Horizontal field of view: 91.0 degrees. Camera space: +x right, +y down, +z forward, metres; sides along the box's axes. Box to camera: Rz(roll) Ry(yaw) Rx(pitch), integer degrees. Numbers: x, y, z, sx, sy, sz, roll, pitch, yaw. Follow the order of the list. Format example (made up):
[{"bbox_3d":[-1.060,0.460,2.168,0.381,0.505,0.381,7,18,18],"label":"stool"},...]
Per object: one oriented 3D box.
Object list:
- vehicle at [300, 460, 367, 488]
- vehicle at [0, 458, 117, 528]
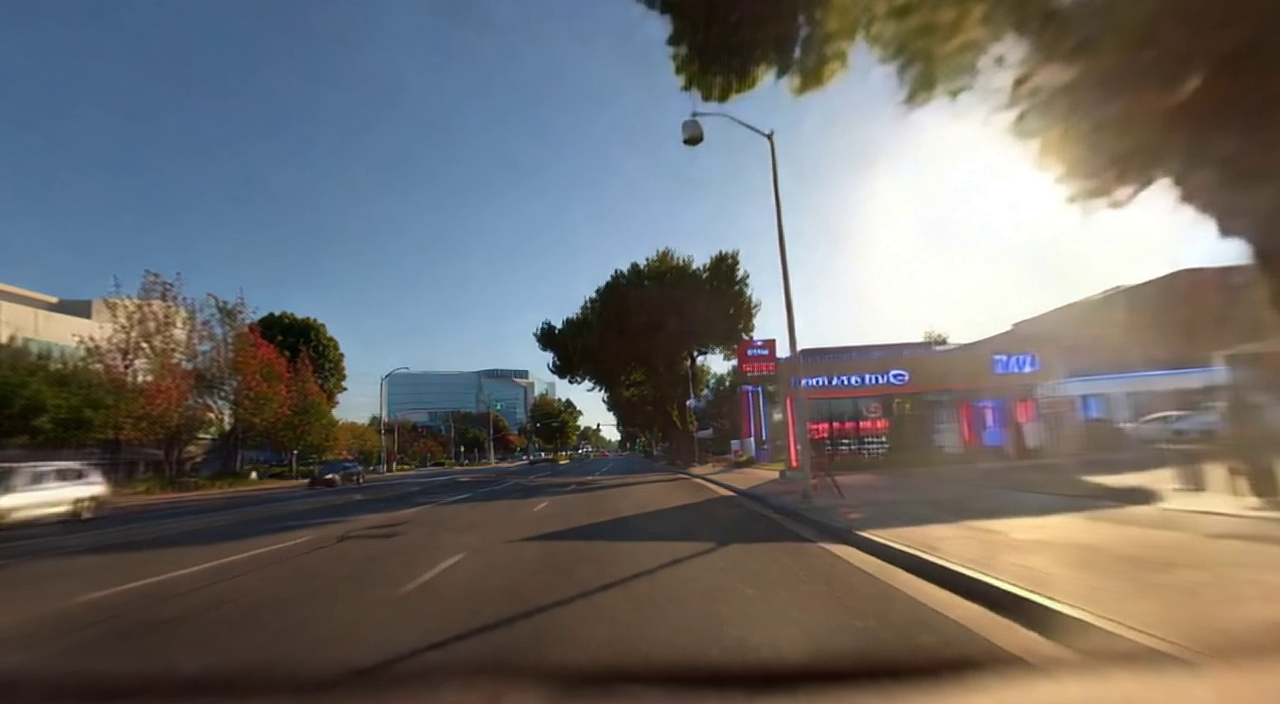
[{"bbox_3d":[-18.614,7.393,38.418,1.834,1.469,4.496,0,-8,0],"label":"vehicle"},{"bbox_3d":[-18.455,4.081,18.406,2.067,1.806,4.832,0,-8,0],"label":"vehicle"}]
